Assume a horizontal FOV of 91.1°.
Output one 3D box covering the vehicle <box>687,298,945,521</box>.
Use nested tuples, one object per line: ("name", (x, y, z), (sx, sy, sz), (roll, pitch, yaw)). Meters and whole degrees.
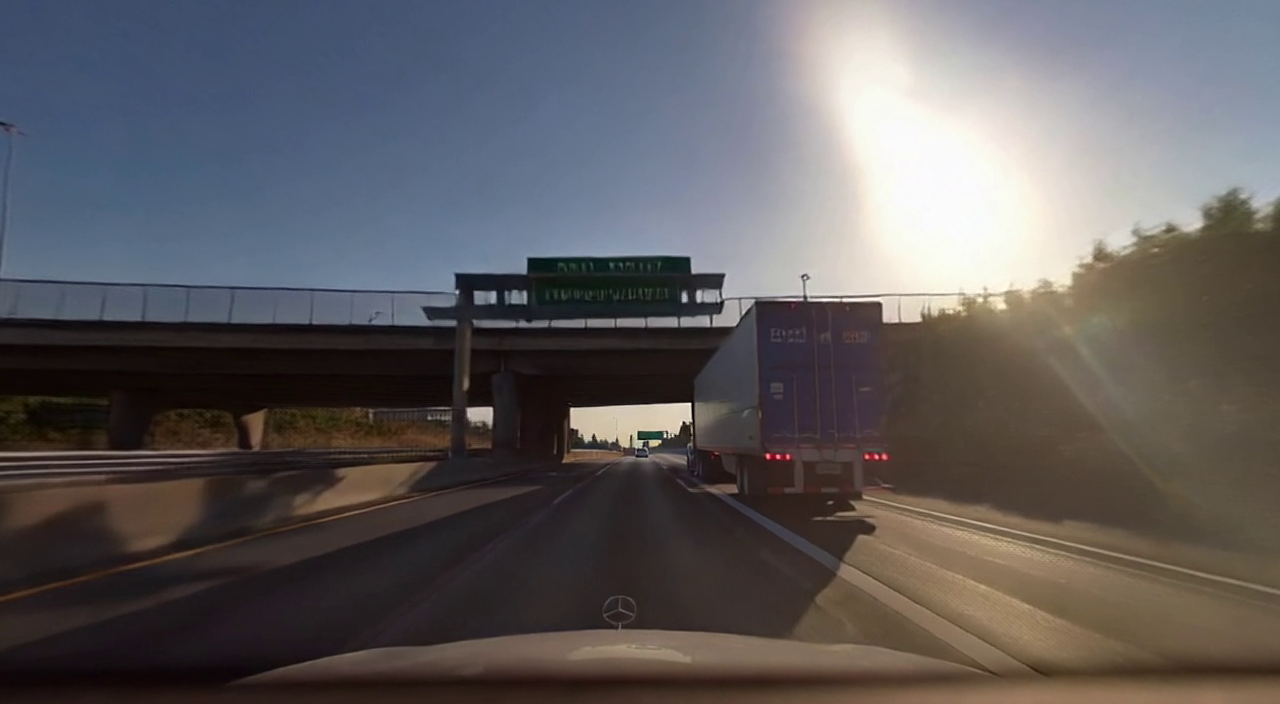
("vehicle", (3.670, 2.087, 18.555), (3.244, 4.020, 14.561), (0, -9, -1))
